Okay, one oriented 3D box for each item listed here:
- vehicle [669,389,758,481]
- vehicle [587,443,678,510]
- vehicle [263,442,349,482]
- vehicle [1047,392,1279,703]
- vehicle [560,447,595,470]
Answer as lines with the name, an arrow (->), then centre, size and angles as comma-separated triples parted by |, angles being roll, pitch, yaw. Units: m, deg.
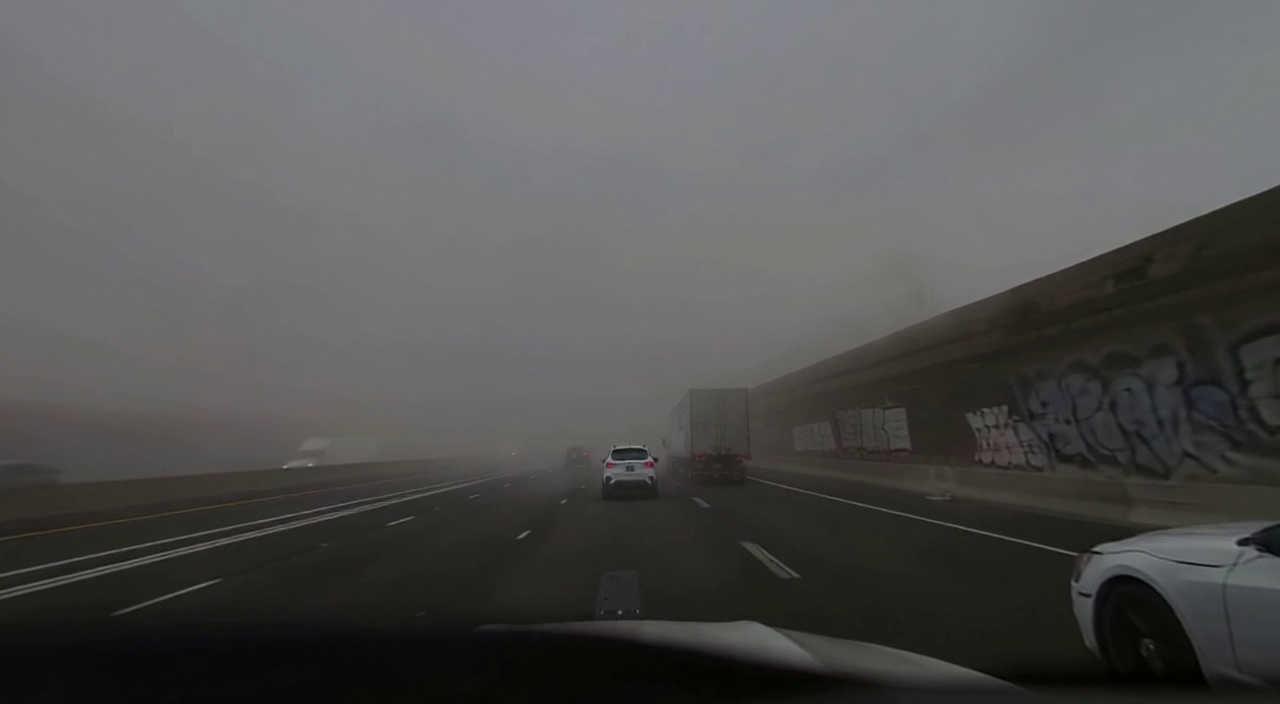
vehicle -> 3.543, 4.732, 34.929 | 2.902, 4.014, 14.446 | 0, -9, -1
vehicle -> -0.239, 3.076, 16.041 | 2.033, 1.468, 4.015 | 0, -9, -2
vehicle -> -20.443, 6.708, 38.813 | 2.288, 2.238, 5.370 | -1, -9, 0
vehicle -> 3.295, 0.712, 1.057 | 1.996, 1.497, 4.754 | 0, -9, 0
vehicle -> -4.344, 7.479, 44.363 | 2.067, 1.481, 4.085 | 0, -9, 0
